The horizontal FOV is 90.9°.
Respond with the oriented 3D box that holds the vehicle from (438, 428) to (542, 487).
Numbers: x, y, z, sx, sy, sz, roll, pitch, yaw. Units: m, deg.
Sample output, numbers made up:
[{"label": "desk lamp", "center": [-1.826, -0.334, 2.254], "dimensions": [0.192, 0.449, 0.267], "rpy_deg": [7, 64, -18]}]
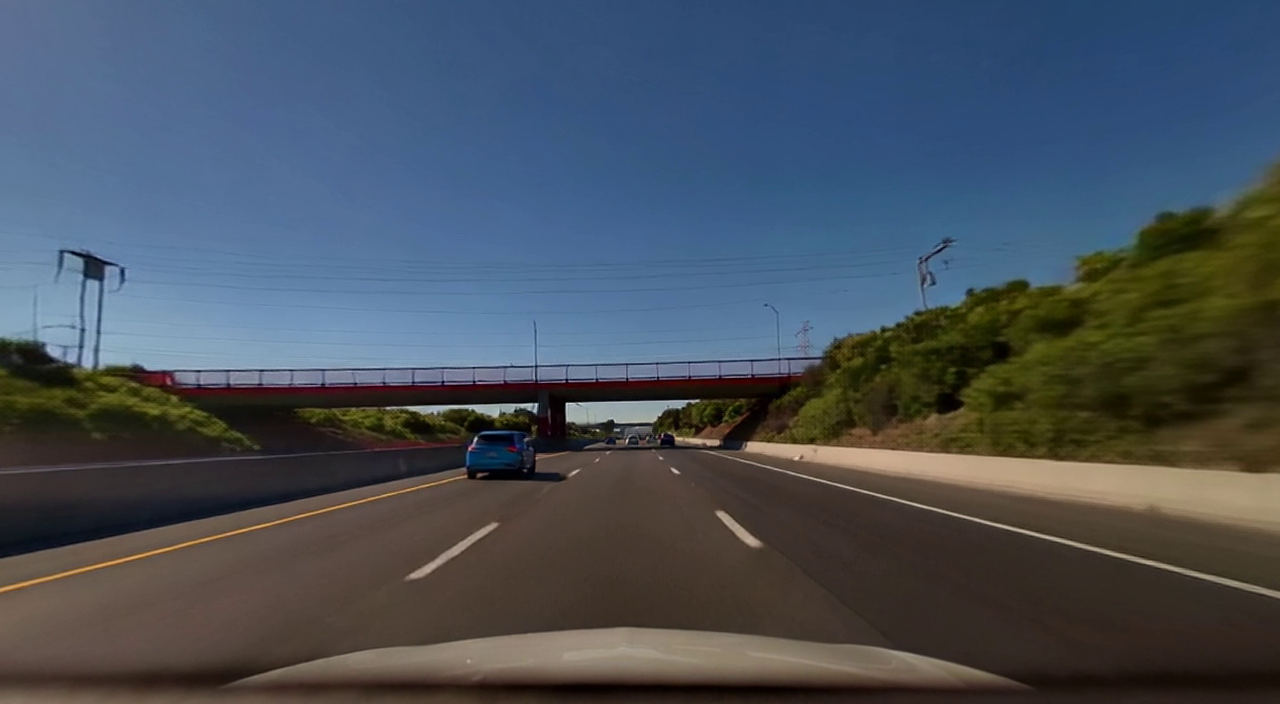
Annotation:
[{"label": "vehicle", "center": [-4.324, 3.097, 18.976], "dimensions": [2.074, 1.535, 4.437], "rpy_deg": [0, -8, 0]}]
